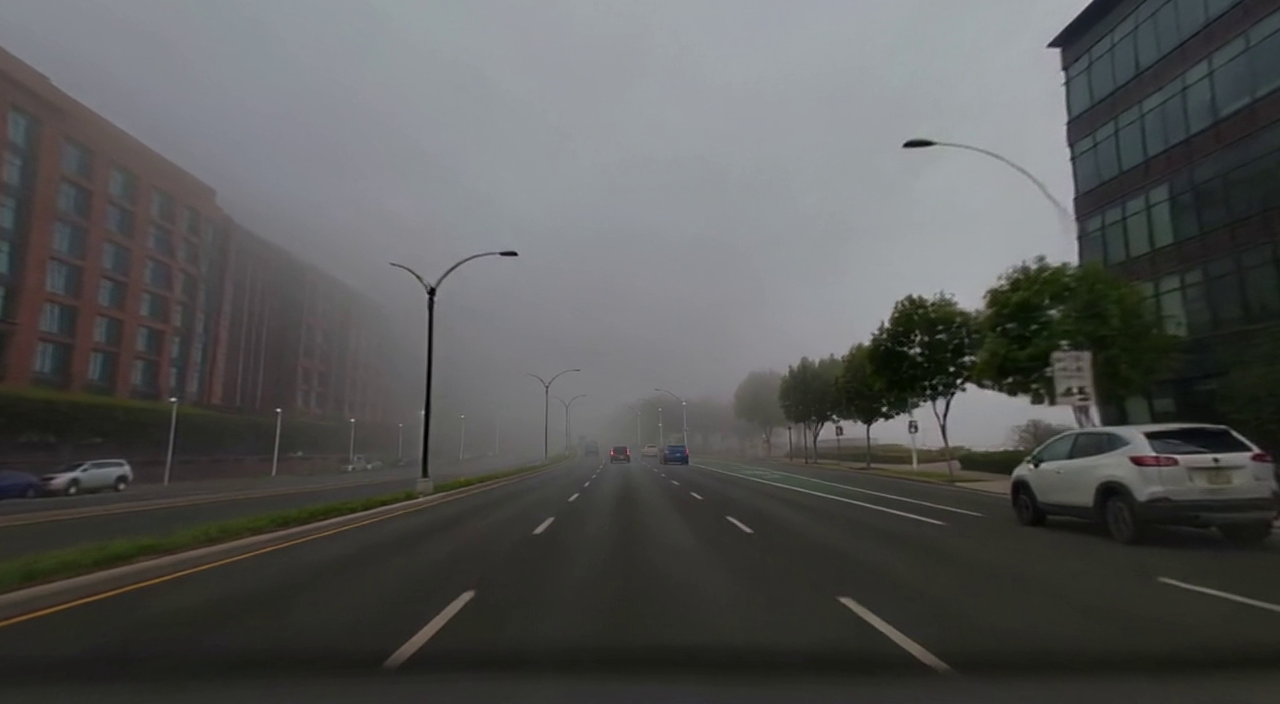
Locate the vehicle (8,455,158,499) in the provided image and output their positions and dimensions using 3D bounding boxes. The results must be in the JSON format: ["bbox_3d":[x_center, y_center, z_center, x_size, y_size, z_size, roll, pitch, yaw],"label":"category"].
[{"bbox_3d":[-29.631,6.629,34.045,2.474,1.971,6.358,0,-8,-2],"label":"vehicle"}]

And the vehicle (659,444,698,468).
[{"bbox_3d":[2.537,6.991,42.750,2.090,1.506,4.382,0,-8,-3],"label":"vehicle"}]

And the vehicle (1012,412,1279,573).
[{"bbox_3d":[7.696,1.862,9.183,2.017,1.743,4.453,-1,-8,3],"label":"vehicle"}]
